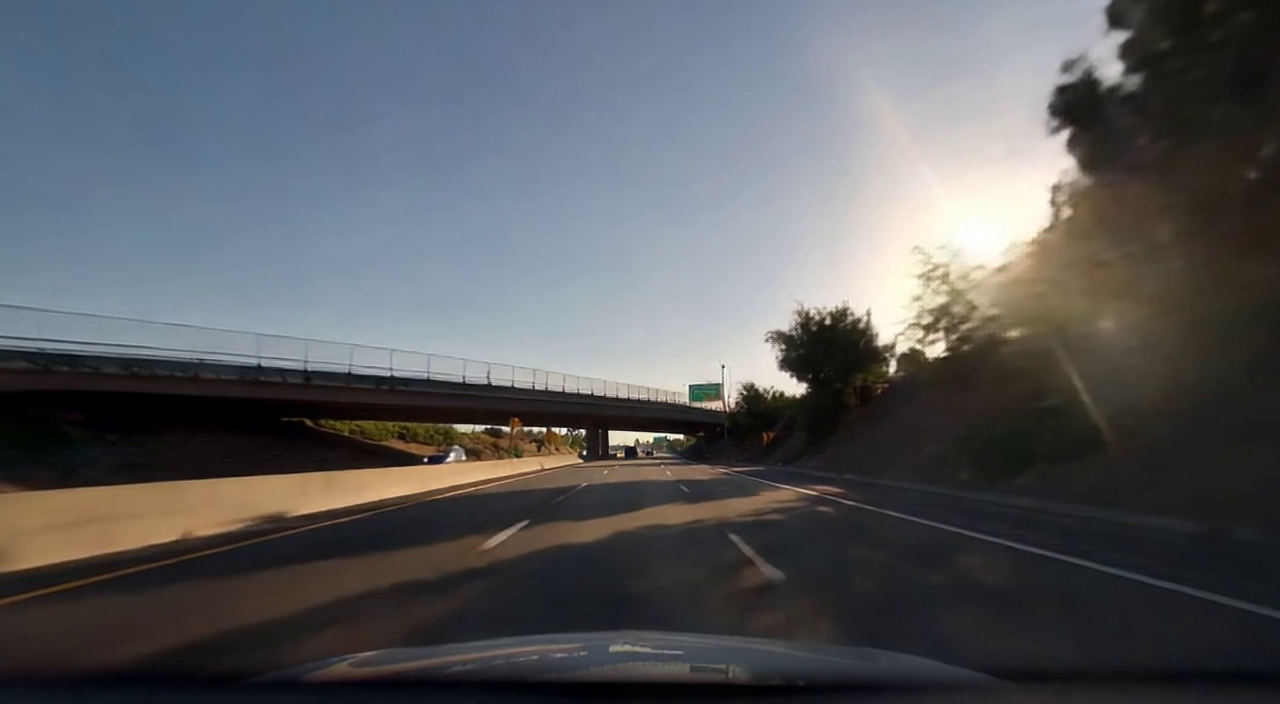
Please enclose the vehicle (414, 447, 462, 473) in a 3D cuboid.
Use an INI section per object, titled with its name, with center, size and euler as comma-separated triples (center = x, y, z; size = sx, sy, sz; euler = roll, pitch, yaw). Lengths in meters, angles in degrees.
[vehicle]
center = -15.477, 8.297, 48.561
size = 2.051, 1.861, 4.741
euler = 0, -9, 1
